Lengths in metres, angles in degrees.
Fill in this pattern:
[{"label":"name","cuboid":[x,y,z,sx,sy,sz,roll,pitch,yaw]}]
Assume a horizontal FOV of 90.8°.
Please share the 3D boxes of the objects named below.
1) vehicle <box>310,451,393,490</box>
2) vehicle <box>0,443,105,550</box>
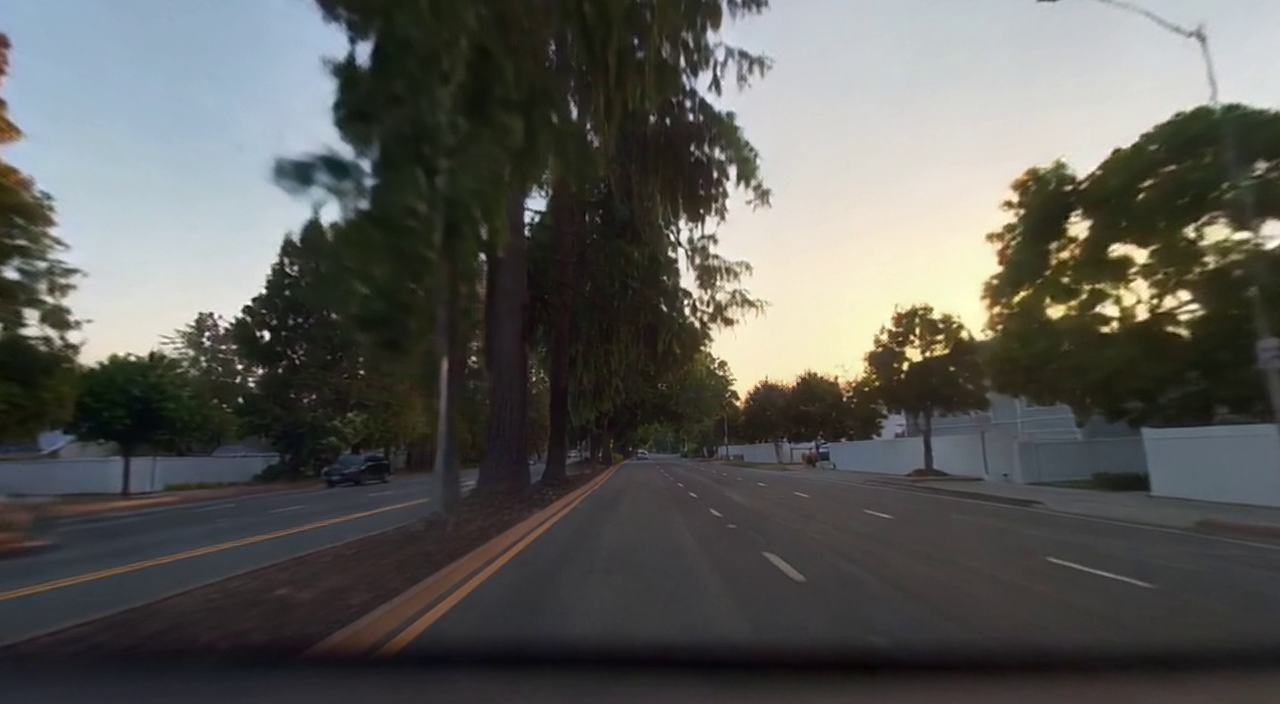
[{"label":"vehicle","cuboid":[-14.487,5.943,32.021,1.919,1.700,4.685,-1,-8,1]},{"label":"vehicle","cuboid":[-10.473,2.100,8.950,2.011,1.553,4.390,0,-8,-2]}]
